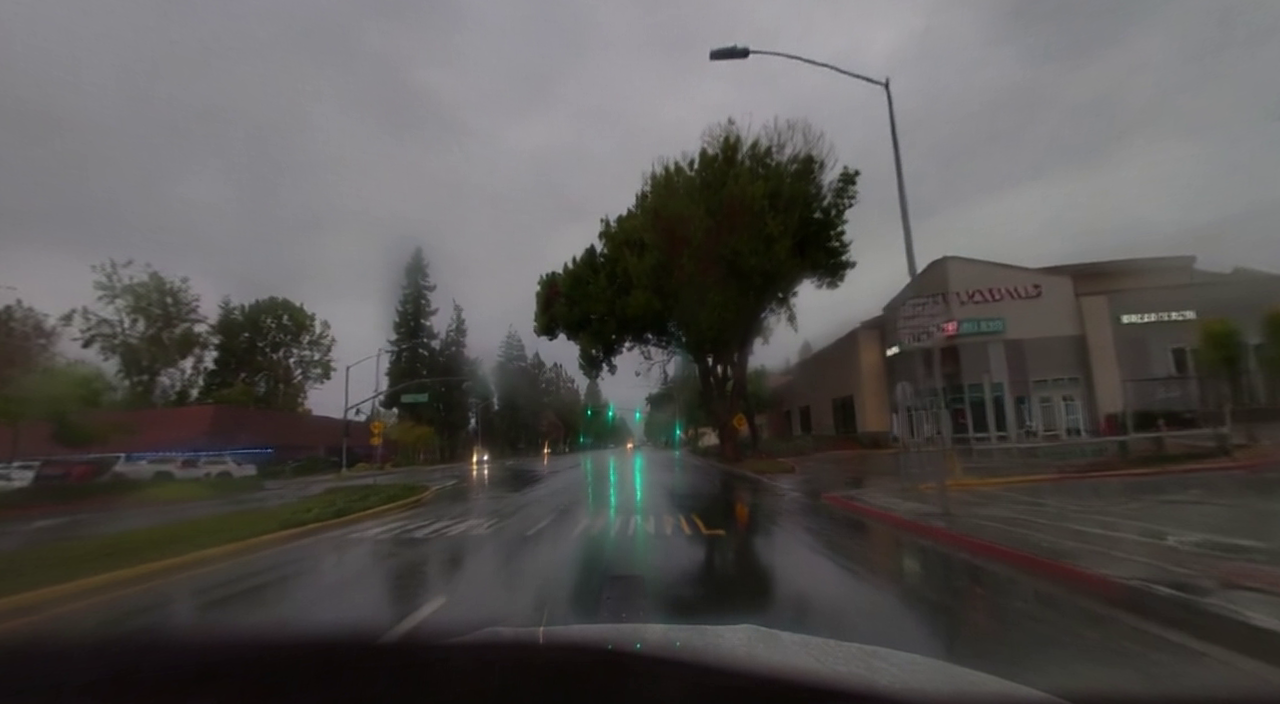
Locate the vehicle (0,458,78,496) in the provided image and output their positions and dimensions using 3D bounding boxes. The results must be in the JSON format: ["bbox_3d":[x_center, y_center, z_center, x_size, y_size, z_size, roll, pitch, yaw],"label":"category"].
[{"bbox_3d":[-27.470,5.458,27.528,3.797,1.527,1.830,0,-9,0],"label":"vehicle"}]

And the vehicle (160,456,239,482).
[{"bbox_3d":[-27.252,7.245,38.909,3.592,1.501,1.697,0,-9,2],"label":"vehicle"}]

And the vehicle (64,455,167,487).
[{"bbox_3d":[-27.957,6.329,33.522,3.664,1.564,2.023,0,-9,2],"label":"vehicle"}]
